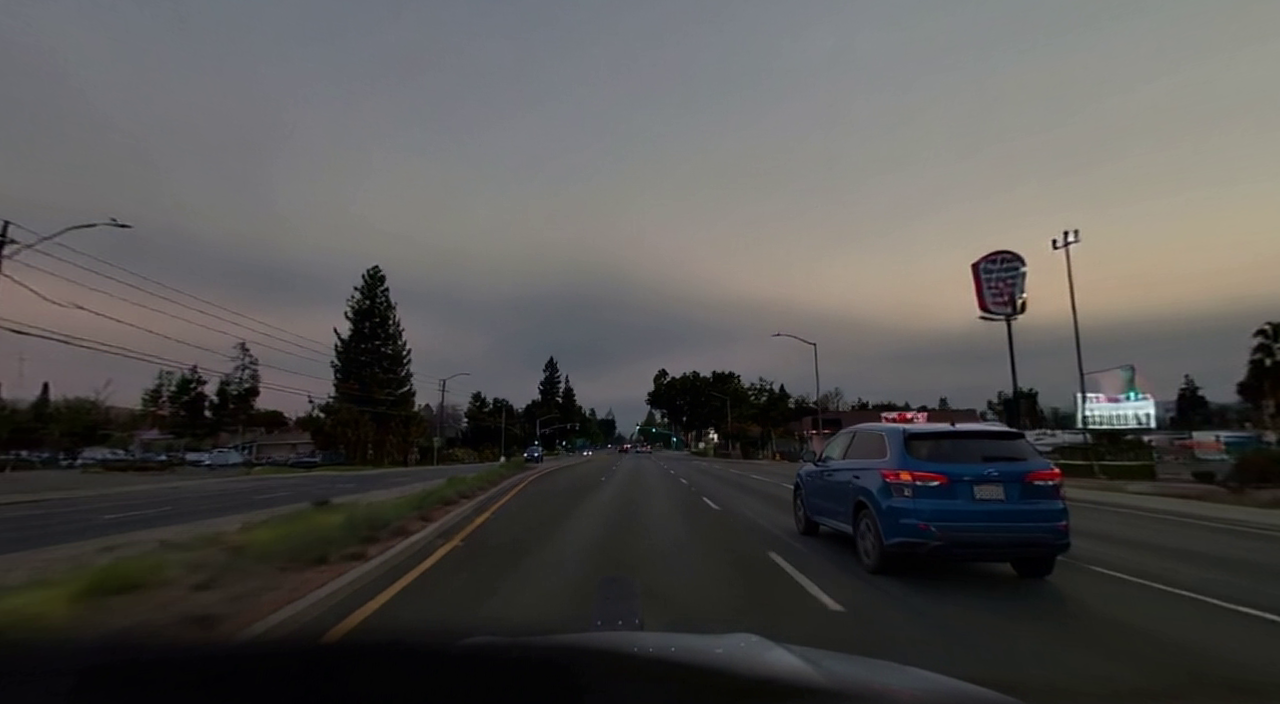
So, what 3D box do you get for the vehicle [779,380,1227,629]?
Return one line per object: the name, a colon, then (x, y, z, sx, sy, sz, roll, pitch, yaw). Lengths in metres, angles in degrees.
vehicle: (3.153, 1.442, 6.967, 2.130, 1.790, 4.615, 0, -9, 0)
